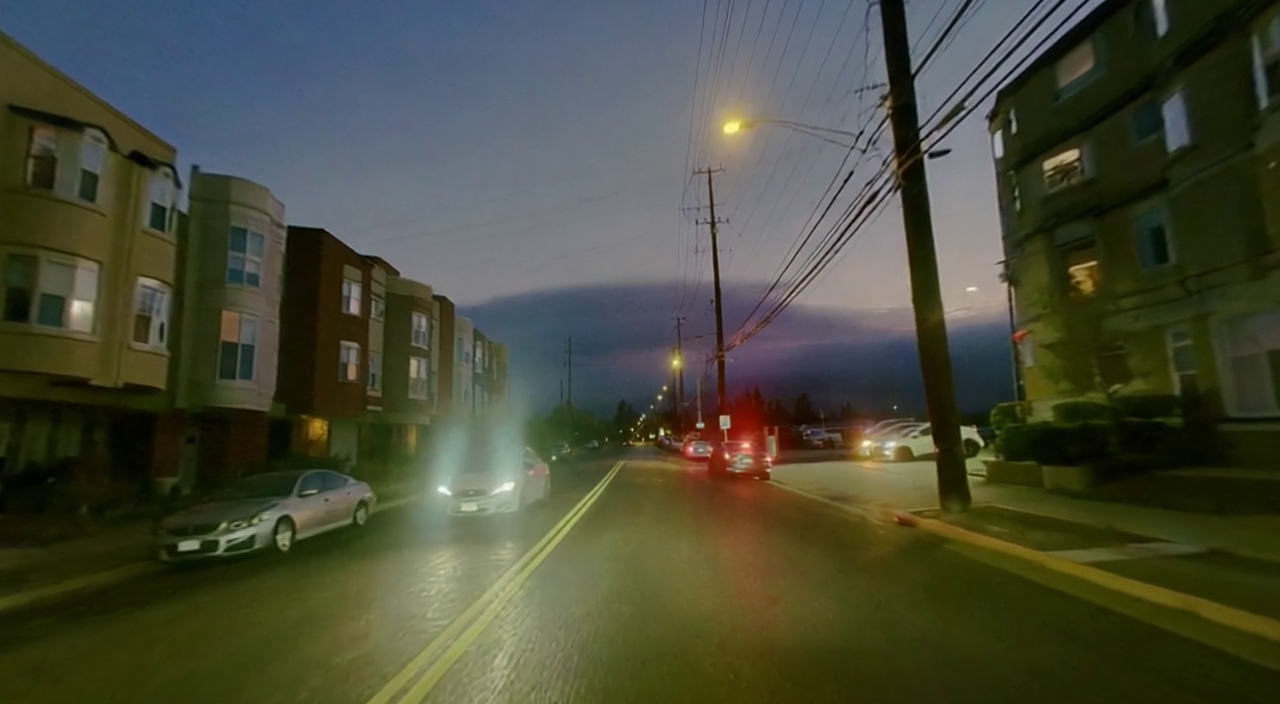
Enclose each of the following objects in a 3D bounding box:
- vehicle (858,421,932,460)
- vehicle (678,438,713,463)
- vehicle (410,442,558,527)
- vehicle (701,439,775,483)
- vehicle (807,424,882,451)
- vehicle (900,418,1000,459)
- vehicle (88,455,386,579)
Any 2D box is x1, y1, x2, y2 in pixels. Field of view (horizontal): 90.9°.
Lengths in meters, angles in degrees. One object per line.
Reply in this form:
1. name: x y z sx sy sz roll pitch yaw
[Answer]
1. vehicle: 10.552 3.697 26.372 1.801 1.491 3.488 -1 -8 4
2. vehicle: 3.700 6.624 42.479 1.914 1.591 3.892 0 -8 -1
3. vehicle: -3.085 2.689 13.532 2.052 1.483 4.276 0 -8 1
4. vehicle: 3.510 3.984 23.475 1.928 1.440 4.738 0 -8 -1
5. vehicle: 13.243 5.583 41.141 1.897 1.659 4.648 4 -9 -27
6. vehicle: 12.890 3.691 26.608 1.997 1.546 4.370 -2 -9 1
7. vehicle: -6.127 2.503 10.445 1.863 1.449 4.536 -1 -8 2
